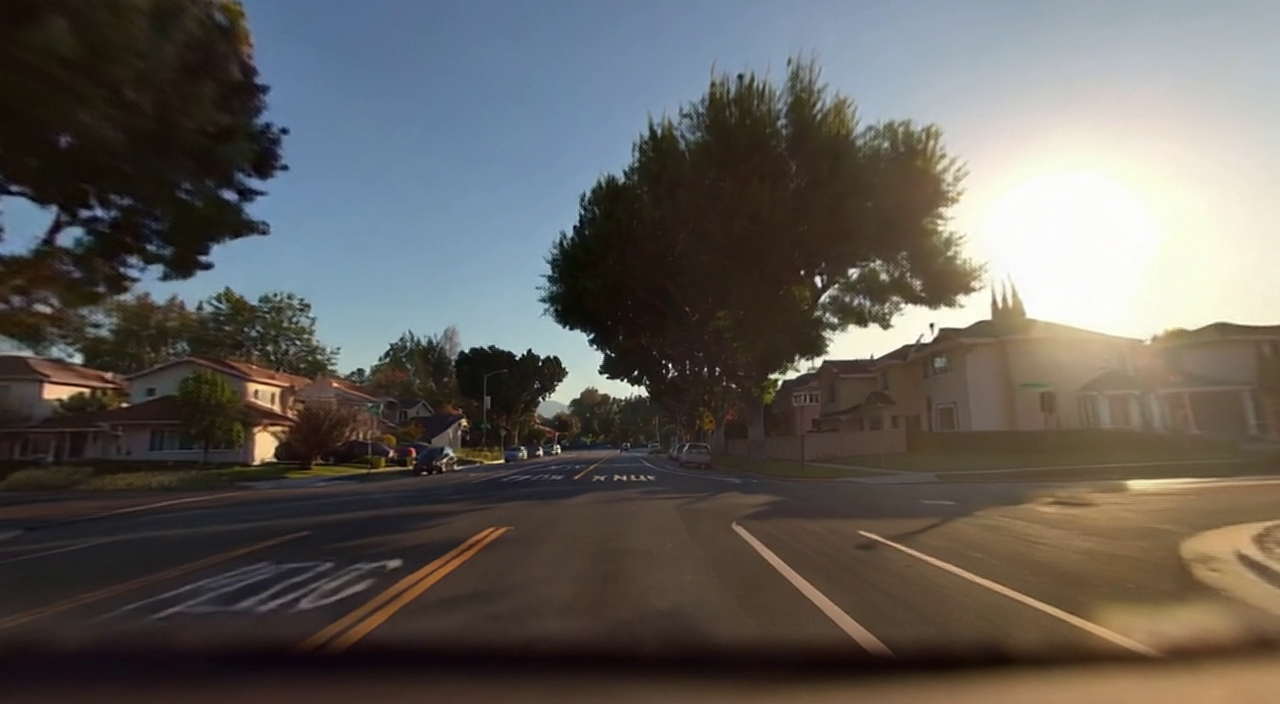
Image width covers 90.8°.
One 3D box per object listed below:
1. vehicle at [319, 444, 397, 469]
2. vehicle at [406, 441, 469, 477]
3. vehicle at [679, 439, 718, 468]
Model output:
[{"bbox_3d":[-19.465,7.232,43.774,4.450,1.677,2.027,0,-9,-3],"label":"vehicle"},{"bbox_3d":[-12.183,6.468,38.497,2.199,1.988,5.454,0,-9,-2],"label":"vehicle"},{"bbox_3d":[3.783,6.670,41.658,2.027,1.751,4.433,0,-9,-2],"label":"vehicle"}]
